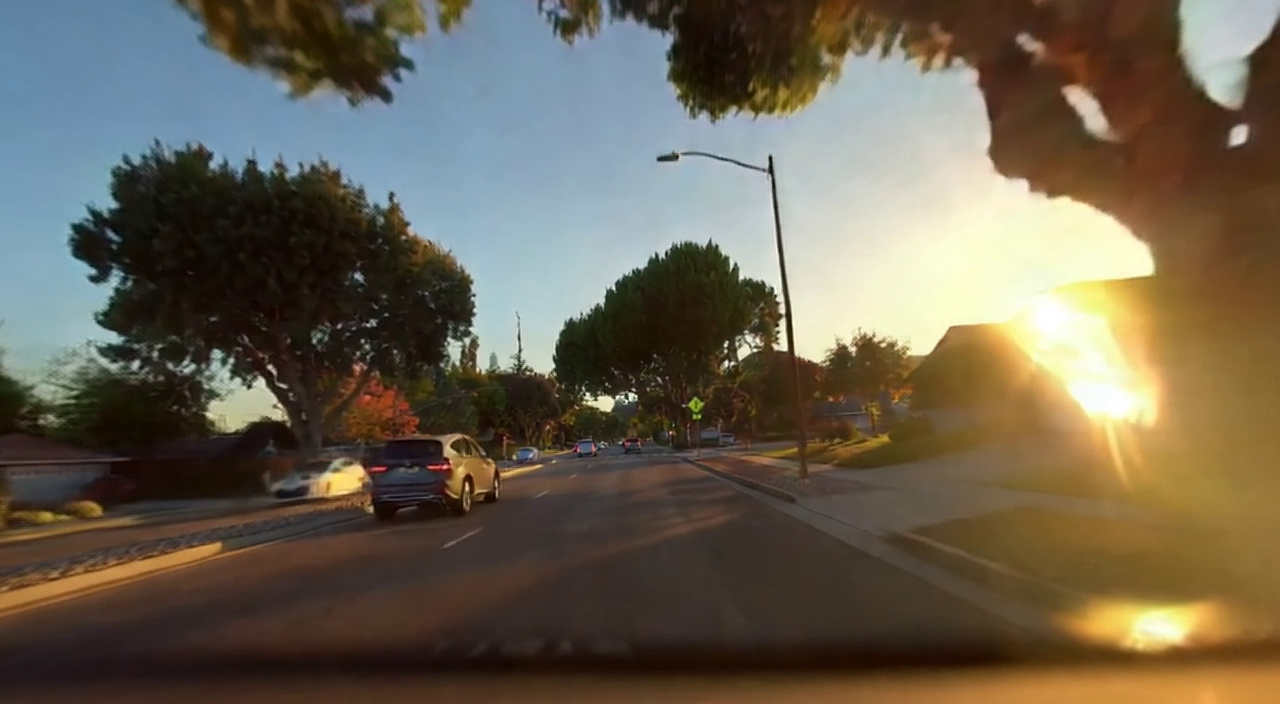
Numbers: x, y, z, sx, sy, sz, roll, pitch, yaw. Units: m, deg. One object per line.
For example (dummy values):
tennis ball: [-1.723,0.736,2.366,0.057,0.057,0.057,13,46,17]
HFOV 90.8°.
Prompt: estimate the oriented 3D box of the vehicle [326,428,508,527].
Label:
vehicle: [-4.405,2.549,13.472,2.169,1.706,4.638,0,-8,0]

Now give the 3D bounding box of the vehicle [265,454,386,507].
vehicle: [-10.652,4.348,21.806,1.949,1.526,4.351,0,-8,0]
